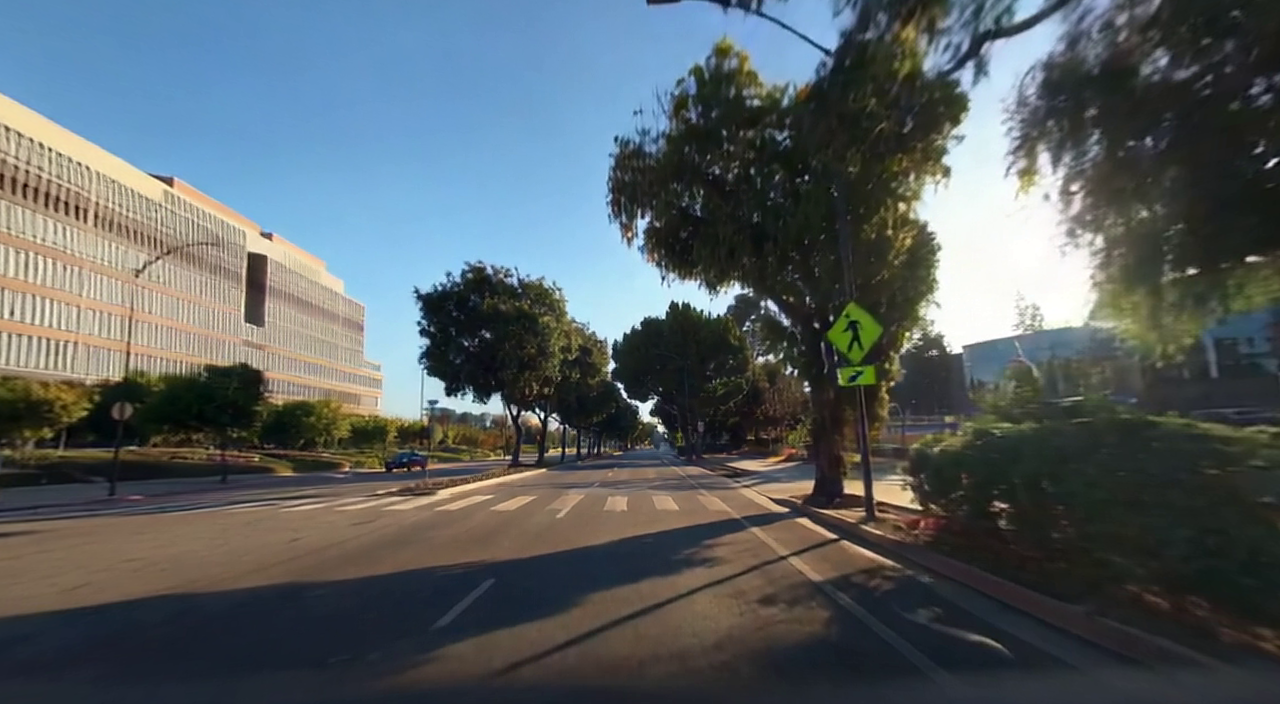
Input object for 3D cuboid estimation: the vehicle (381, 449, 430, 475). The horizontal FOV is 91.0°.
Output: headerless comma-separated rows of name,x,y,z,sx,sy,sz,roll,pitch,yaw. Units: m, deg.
vehicle,-16.682,7.800,44.947,1.807,1.570,4.557,-3,-8,-1
